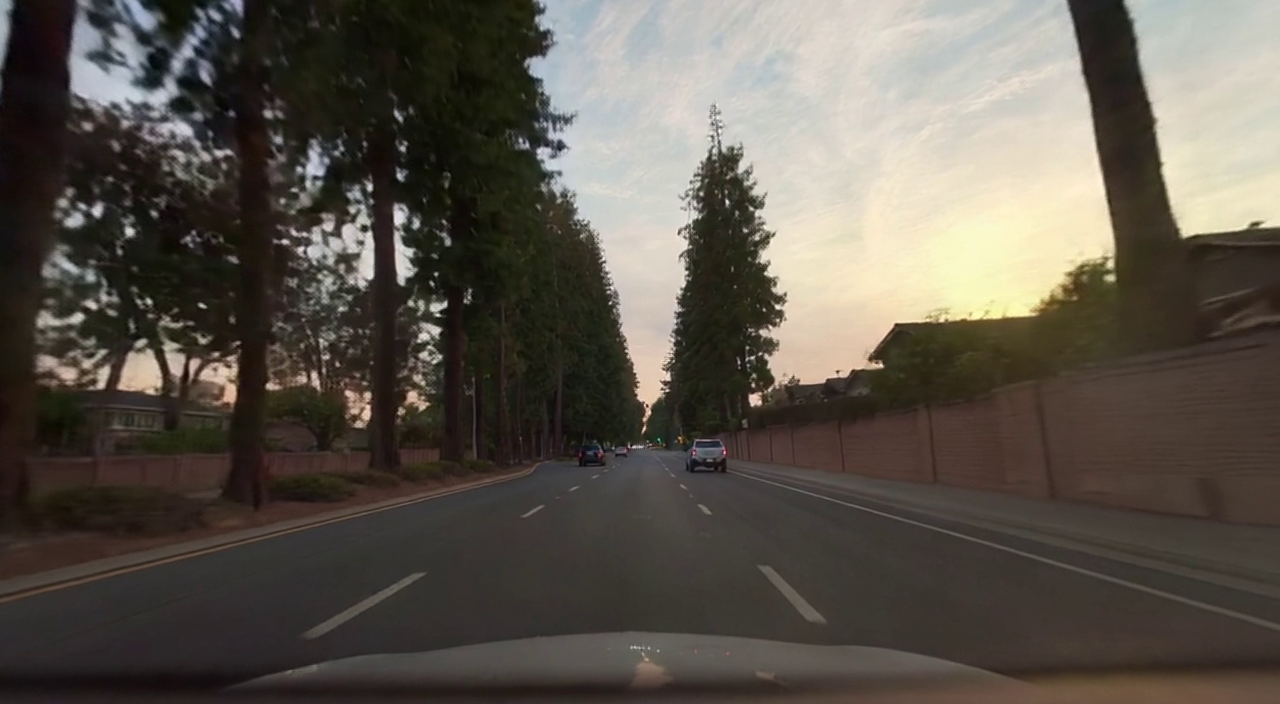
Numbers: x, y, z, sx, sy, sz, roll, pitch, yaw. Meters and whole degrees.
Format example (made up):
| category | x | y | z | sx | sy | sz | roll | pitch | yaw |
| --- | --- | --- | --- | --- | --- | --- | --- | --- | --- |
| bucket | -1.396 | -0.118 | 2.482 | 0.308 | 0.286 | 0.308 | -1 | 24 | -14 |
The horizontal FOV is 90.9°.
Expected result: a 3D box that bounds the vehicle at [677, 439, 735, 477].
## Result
| category | x | y | z | sx | sy | sz | roll | pitch | yaw |
| --- | --- | --- | --- | --- | --- | --- | --- | --- | --- |
| vehicle | 3.117 | 5.143 | 30.898 | 2.321 | 1.695 | 5.037 | 0 | -8 | 1 |
